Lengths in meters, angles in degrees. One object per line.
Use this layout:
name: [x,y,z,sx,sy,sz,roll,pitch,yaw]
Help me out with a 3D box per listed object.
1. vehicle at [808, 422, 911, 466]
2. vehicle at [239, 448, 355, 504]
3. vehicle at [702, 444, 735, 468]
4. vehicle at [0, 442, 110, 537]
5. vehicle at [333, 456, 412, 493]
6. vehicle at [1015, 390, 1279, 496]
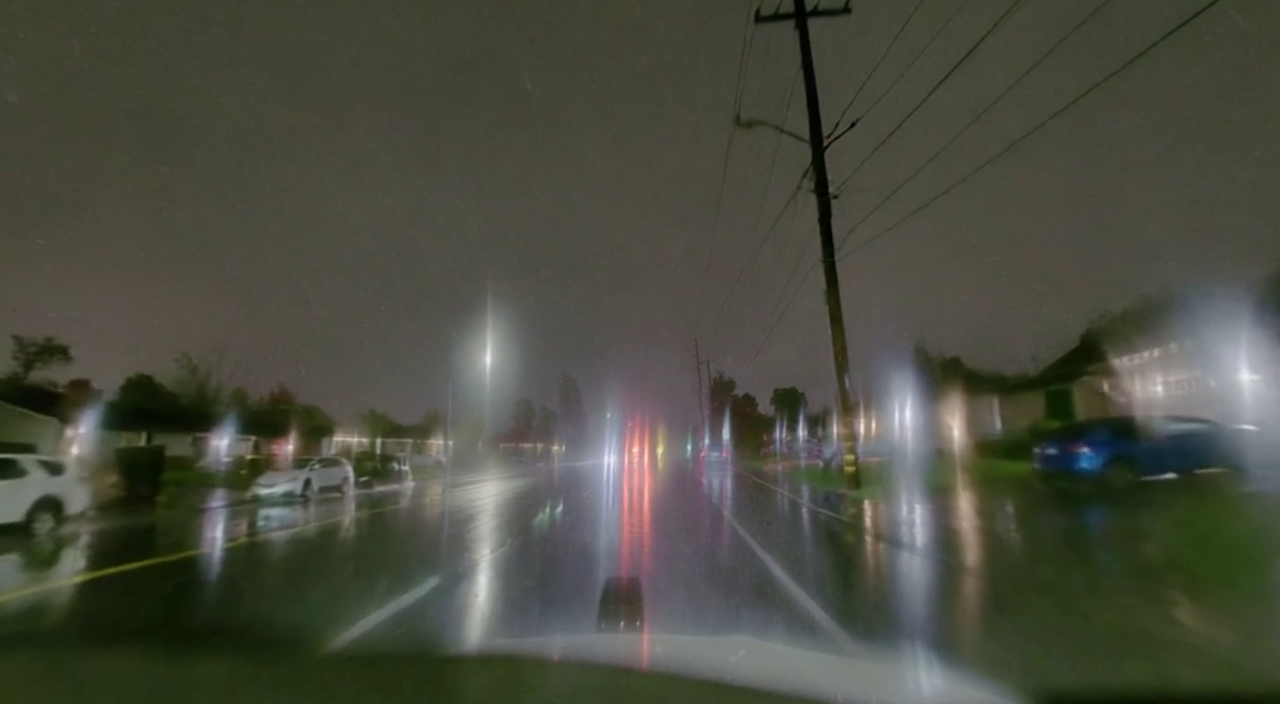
vehicle: [11.259,4.757,32.641,4.463,1.765,1.960,-5,-8,-2]
vehicle: [-13.780,4.966,25.720,2.009,1.789,4.449,-8,-9,4]
vehicle: [5.158,6.836,41.835,2.016,1.477,4.207,-1,-8,5]
vehicle: [-14.247,2.881,12.682,2.114,1.931,5.936,-6,-8,1]
vehicle: [-13.171,6.018,31.390,1.695,1.423,4.371,-8,-9,4]
vehicle: [10.629,1.861,13.048,4.383,1.602,1.920,-6,-8,0]
